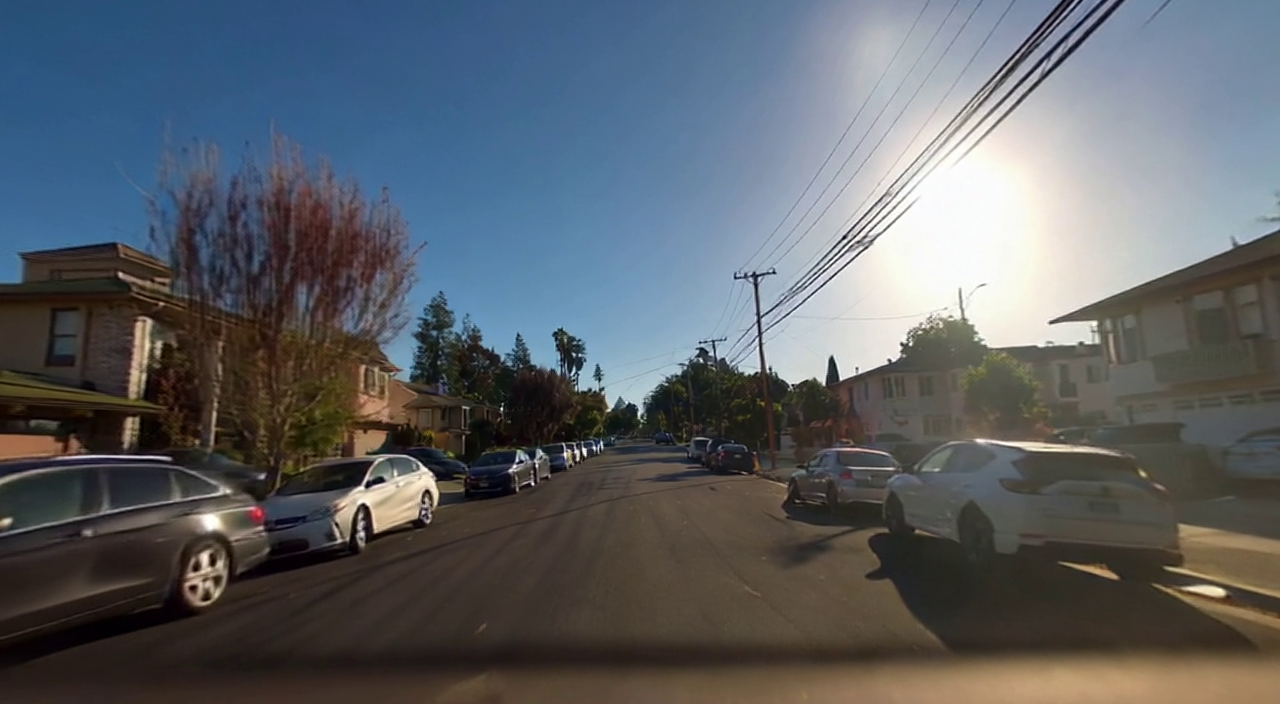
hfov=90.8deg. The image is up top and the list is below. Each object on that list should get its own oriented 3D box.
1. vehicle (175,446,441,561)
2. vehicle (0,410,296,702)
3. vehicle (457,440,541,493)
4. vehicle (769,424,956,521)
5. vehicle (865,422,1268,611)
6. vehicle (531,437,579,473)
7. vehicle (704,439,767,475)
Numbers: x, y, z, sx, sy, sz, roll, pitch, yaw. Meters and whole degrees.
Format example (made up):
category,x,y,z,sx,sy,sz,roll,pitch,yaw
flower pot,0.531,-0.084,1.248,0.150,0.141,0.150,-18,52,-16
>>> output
category,x,y,z,sx,sy,sz,roll,pitch,yaw
vehicle,-5.211,2.390,10.855,2.109,1.501,4.522,0,-8,0
vehicle,-5.110,1.373,4.699,2.360,1.772,4.907,0,-8,0
vehicle,-5.013,4.097,23.138,2.032,1.716,4.382,0,-8,0
vehicle,4.189,2.512,12.948,2.057,1.511,4.858,-2,-12,1
vehicle,4.420,1.710,7.584,1.864,1.592,4.221,0,-8,0
vehicle,-5.168,6.298,39.066,2.184,1.958,5.757,-2,-8,0
vehicle,4.368,4.873,29.664,2.174,1.504,4.809,0,-8,0
